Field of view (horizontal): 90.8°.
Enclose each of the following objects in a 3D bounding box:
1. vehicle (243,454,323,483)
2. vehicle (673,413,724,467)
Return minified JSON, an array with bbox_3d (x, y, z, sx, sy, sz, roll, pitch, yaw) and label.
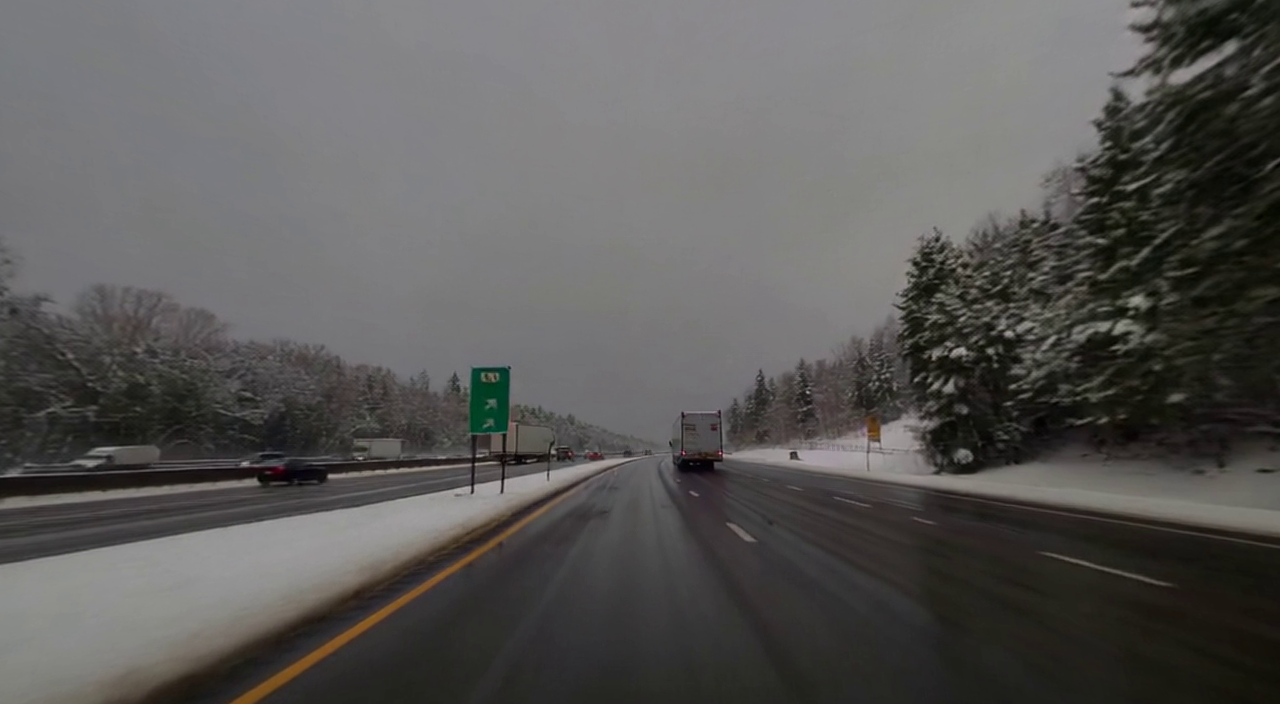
[{"bbox_3d":[-19.834,6.482,35.285,1.833,1.438,4.011,-1,-9,5],"label":"vehicle"},{"bbox_3d":[4.291,7.009,49.429,2.928,3.595,13.975,0,-9,1],"label":"vehicle"}]
